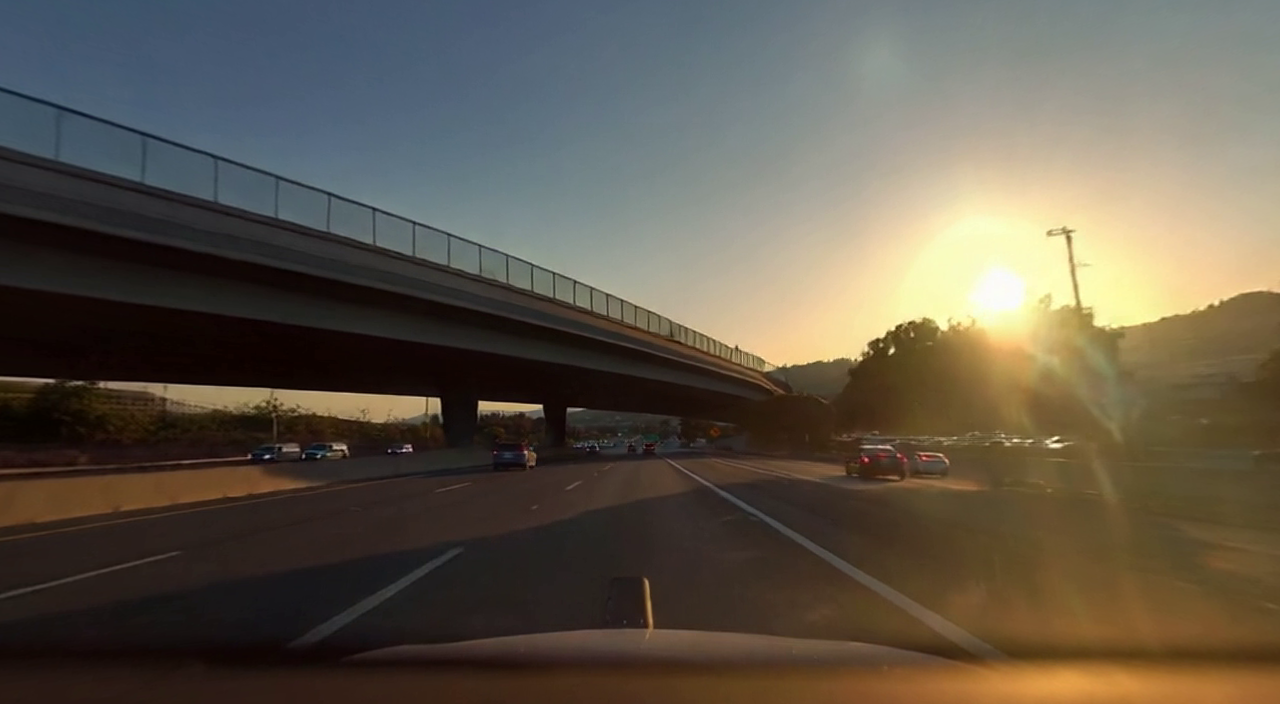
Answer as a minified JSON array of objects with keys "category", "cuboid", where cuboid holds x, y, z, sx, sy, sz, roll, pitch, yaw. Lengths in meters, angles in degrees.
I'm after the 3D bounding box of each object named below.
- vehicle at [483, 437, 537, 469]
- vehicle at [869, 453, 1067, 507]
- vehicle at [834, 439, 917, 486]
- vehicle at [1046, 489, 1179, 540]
[{"category":"vehicle","cuboid":[-7.321,5.699,35.913,2.088,1.678,4.426,0,-8,1]},{"category":"vehicle","cuboid":[19.407,7.697,39.605,3.122,2.437,15.553,0,-8,-5]},{"category":"vehicle","cuboid":[18.293,8.588,49.610,3.007,3.318,7.486,1,-8,-5]},{"category":"vehicle","cuboid":[19.833,6.802,26.737,1.875,1.610,4.265,1,-8,-10]}]
